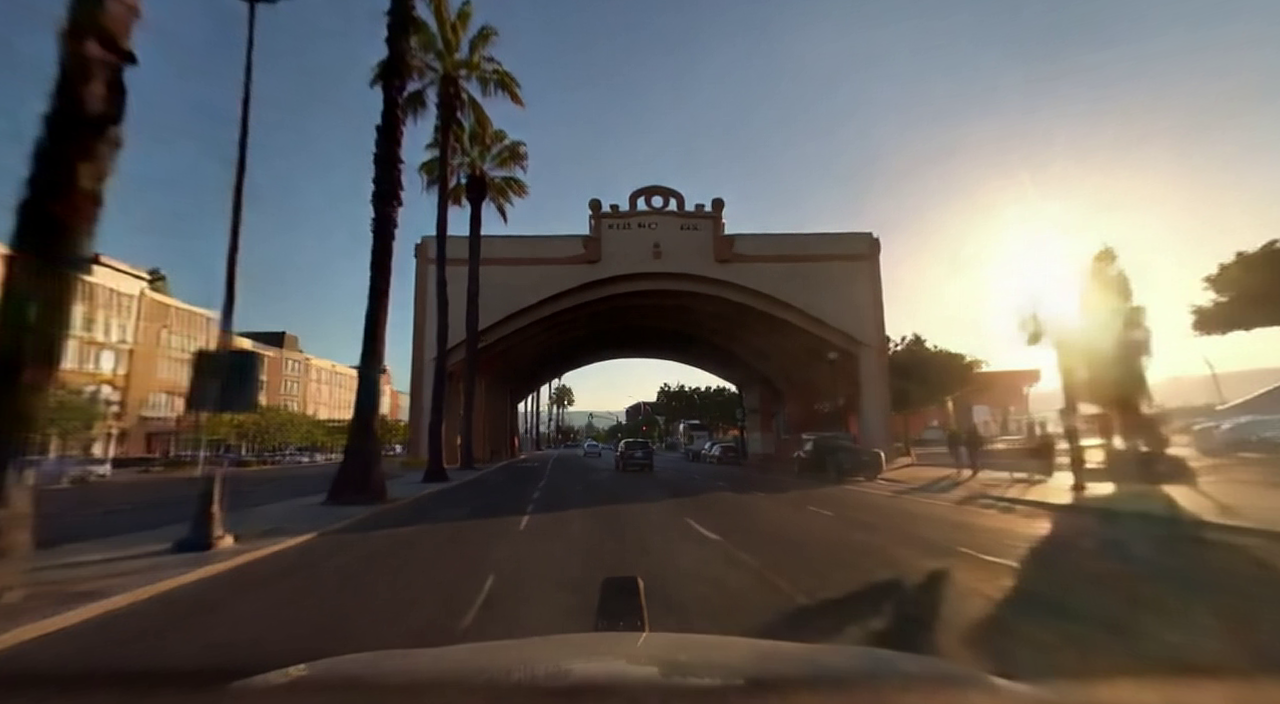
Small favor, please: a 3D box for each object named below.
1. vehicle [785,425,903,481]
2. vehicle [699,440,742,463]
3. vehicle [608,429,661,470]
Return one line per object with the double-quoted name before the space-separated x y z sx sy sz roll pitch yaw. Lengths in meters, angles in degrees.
"vehicle" 8.189 4.147 26.138 2.417 2.030 5.711 1 -9 -7
"vehicle" 5.721 7.141 45.407 2.015 1.486 4.501 1 -9 -6
"vehicle" -0.447 5.386 34.960 2.284 2.010 6.670 1 -9 -6
